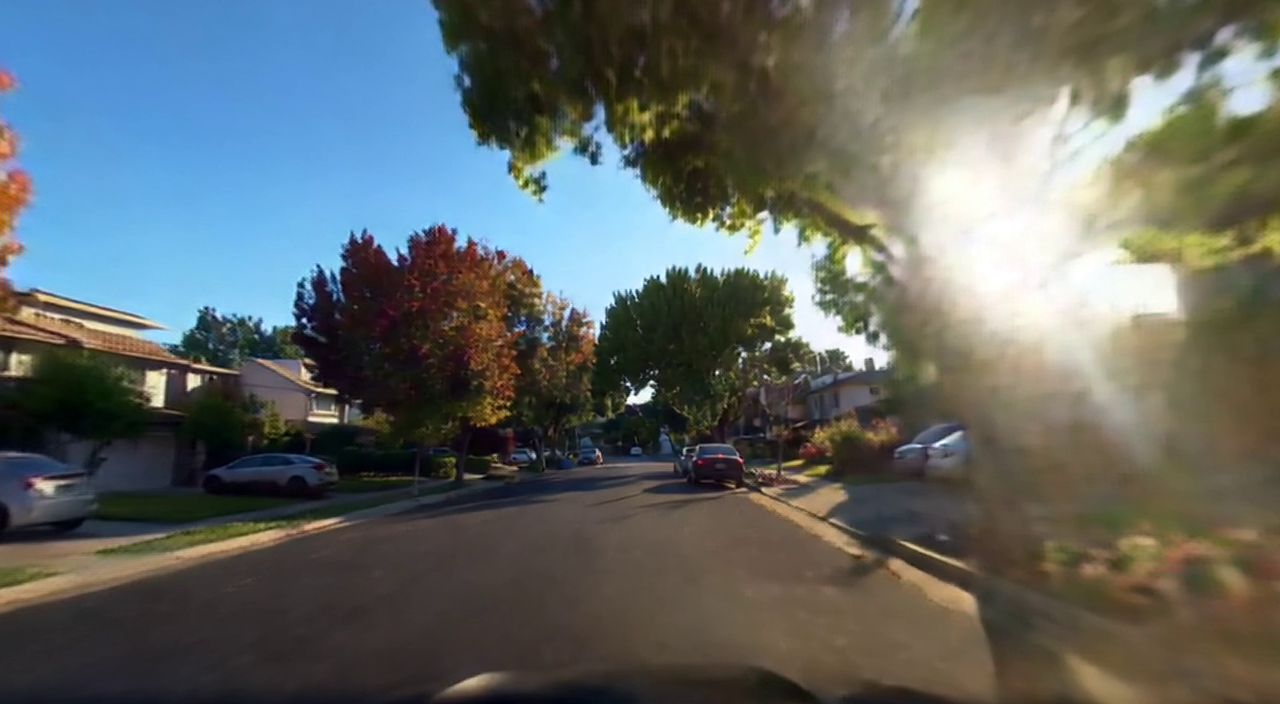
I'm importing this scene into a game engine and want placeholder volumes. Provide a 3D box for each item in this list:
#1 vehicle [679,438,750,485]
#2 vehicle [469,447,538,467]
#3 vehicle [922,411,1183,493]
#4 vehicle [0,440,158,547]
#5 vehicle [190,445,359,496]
[{"bbox_3d":[2.516,3.842,22.423,2.022,1.483,4.565,0,-9,1],"label":"vehicle"},{"bbox_3d":[-10.694,8.277,49.841,4.933,1.547,2.125,0,-9,0],"label":"vehicle"},{"bbox_3d":[8.910,2.198,13.993,4.331,1.570,2.009,-1,-8,0],"label":"vehicle"},{"bbox_3d":[-11.555,2.355,10.852,4.972,1.623,1.884,0,-9,1],"label":"vehicle"},{"bbox_3d":[-11.436,3.715,20.022,4.118,1.492,1.902,0,-9,-3],"label":"vehicle"}]
